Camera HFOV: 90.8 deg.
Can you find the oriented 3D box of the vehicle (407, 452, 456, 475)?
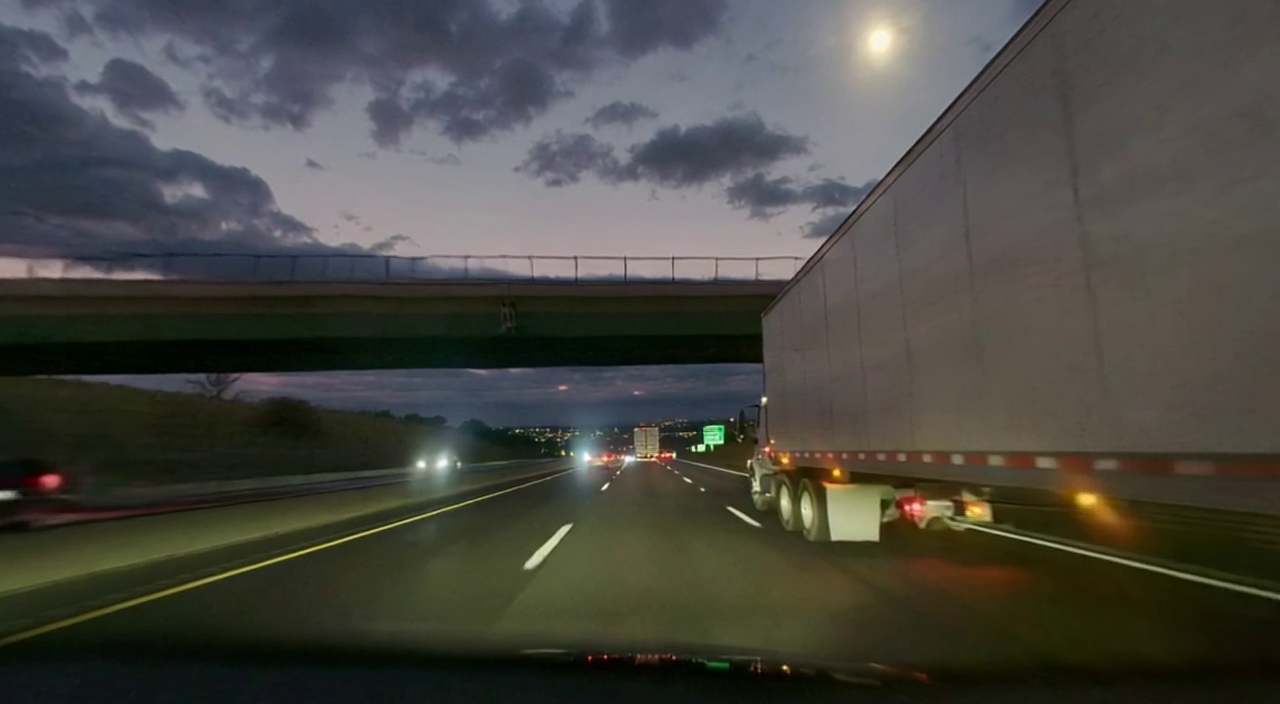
[{"bbox_3d":[-15.185,8.134,46.259,1.889,1.591,4.713,0,-9,1],"label":"vehicle"}]

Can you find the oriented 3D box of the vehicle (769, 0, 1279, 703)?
[{"bbox_3d":[4.031,-0.131,3.574,3.131,4.037,16.729,0,-9,0],"label":"vehicle"}]

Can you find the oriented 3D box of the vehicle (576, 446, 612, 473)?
[{"bbox_3d":[-2.920,6.948,40.879,2.007,1.647,3.854,0,-9,0],"label":"vehicle"}]
